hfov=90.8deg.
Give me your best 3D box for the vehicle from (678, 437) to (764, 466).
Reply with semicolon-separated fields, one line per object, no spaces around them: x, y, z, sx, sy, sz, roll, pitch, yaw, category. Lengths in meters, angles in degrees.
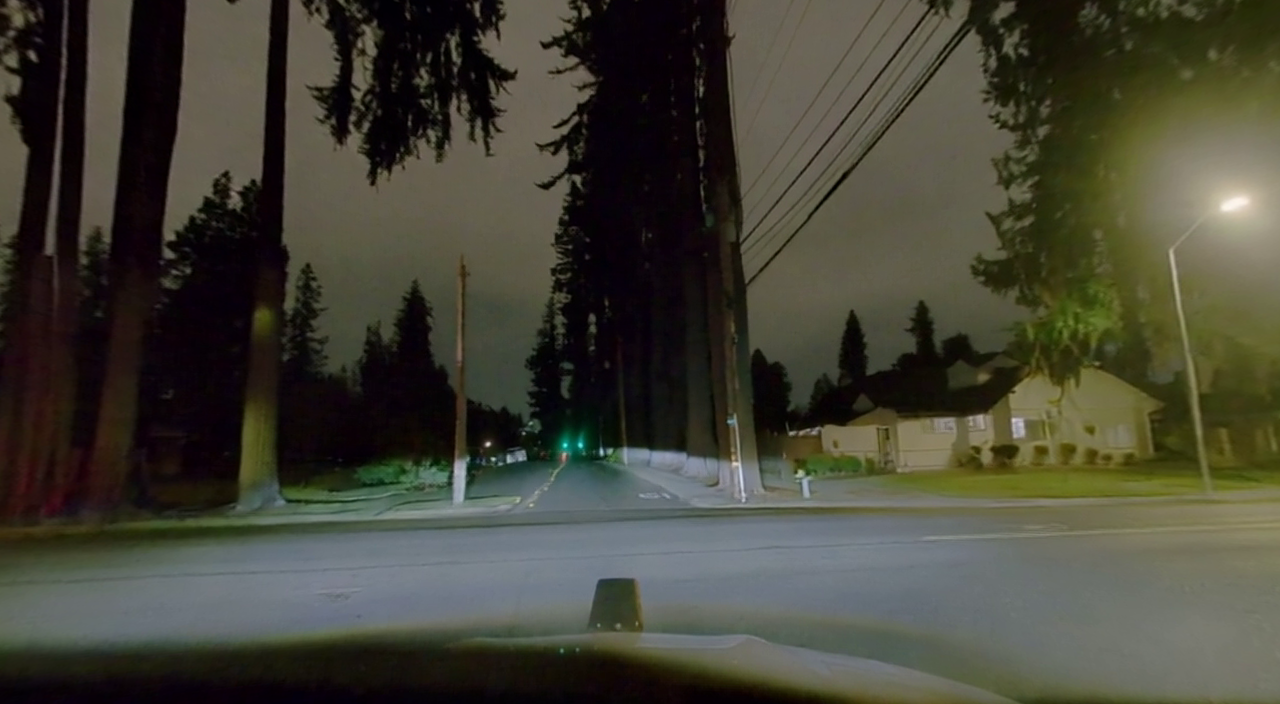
4.832;6.004;38.100;4.784;1.647;1.947;1;-8;-9;vehicle
